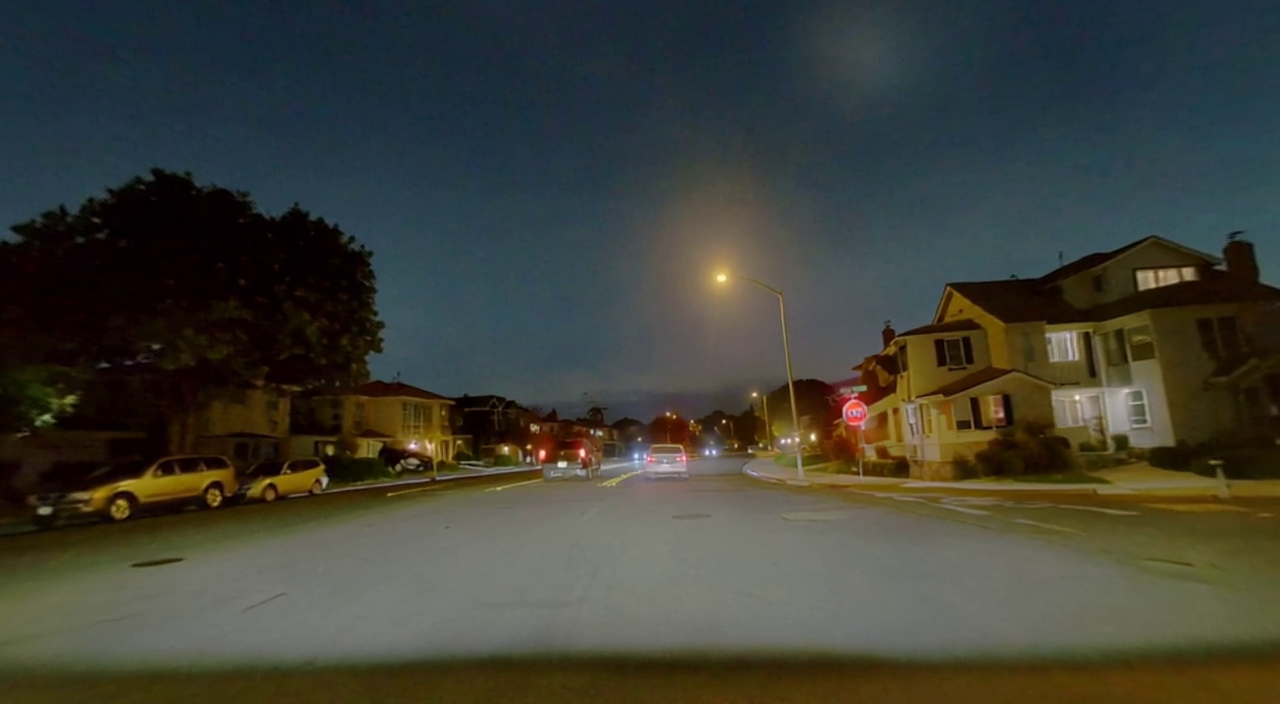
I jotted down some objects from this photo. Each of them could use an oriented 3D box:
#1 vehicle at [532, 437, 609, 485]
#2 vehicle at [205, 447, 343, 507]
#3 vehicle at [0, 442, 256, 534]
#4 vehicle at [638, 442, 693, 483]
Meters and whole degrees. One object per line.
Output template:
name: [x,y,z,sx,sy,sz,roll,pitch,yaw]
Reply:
vehicle: [-2.574,4.200,24.624,2.178,1.695,4.339,-1,-8,5]
vehicle: [-13.175,4.514,23.087,2.076,1.864,4.730,-3,-10,2]
vehicle: [-13.685,3.625,17.436,2.191,1.980,5.888,-4,-10,3]
vehicle: [1.077,4.265,24.660,1.955,1.459,4.383,-1,-8,5]
